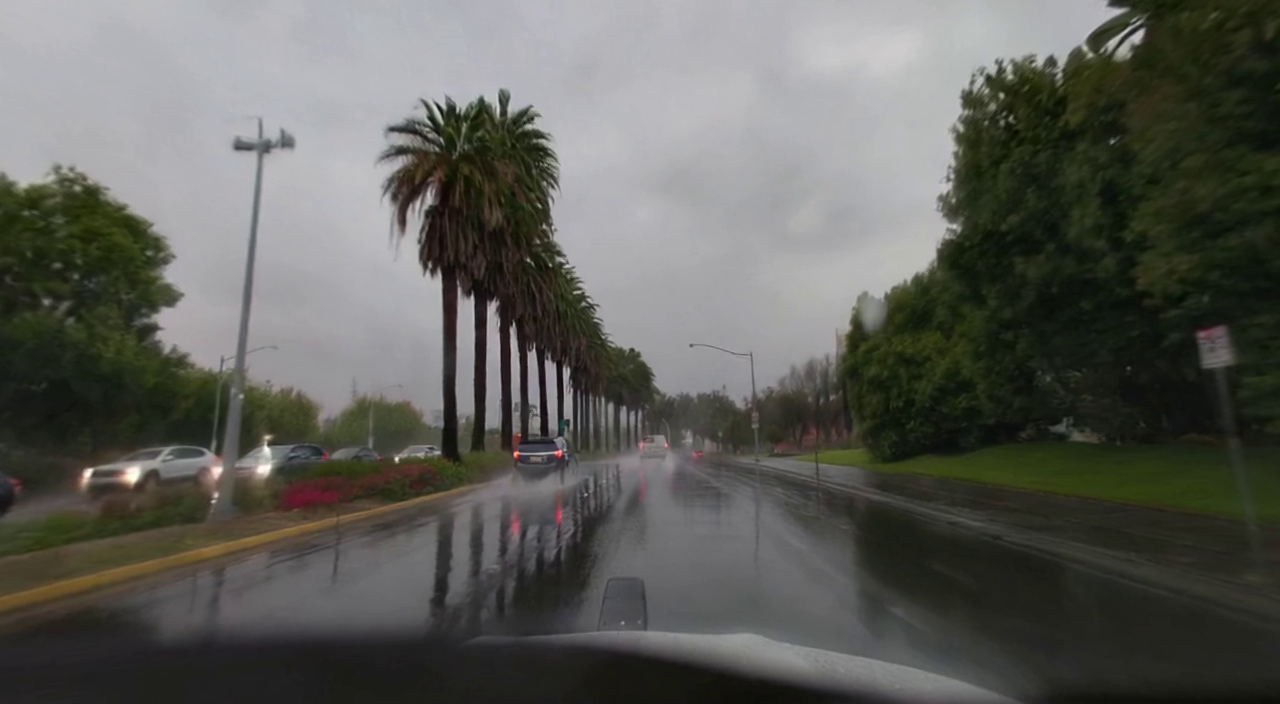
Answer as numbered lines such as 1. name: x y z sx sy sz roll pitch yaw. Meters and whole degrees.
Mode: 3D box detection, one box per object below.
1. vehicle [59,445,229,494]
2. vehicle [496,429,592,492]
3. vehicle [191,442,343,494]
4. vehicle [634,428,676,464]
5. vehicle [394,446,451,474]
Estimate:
1. vehicle: -20.680 4.874 26.647 2.332 1.852 5.739 -1 -8 3
2. vehicle: -2.989 3.530 20.716 2.188 1.819 4.667 -1 -8 3
3. vehicle: -15.482 4.822 26.651 2.557 1.912 5.960 -1 -8 3
4. vehicle: 1.211 7.031 46.948 2.758 2.550 4.206 -1 -9 7
5. vehicle: -15.565 7.726 45.246 2.142 1.913 4.745 -1 -8 3
